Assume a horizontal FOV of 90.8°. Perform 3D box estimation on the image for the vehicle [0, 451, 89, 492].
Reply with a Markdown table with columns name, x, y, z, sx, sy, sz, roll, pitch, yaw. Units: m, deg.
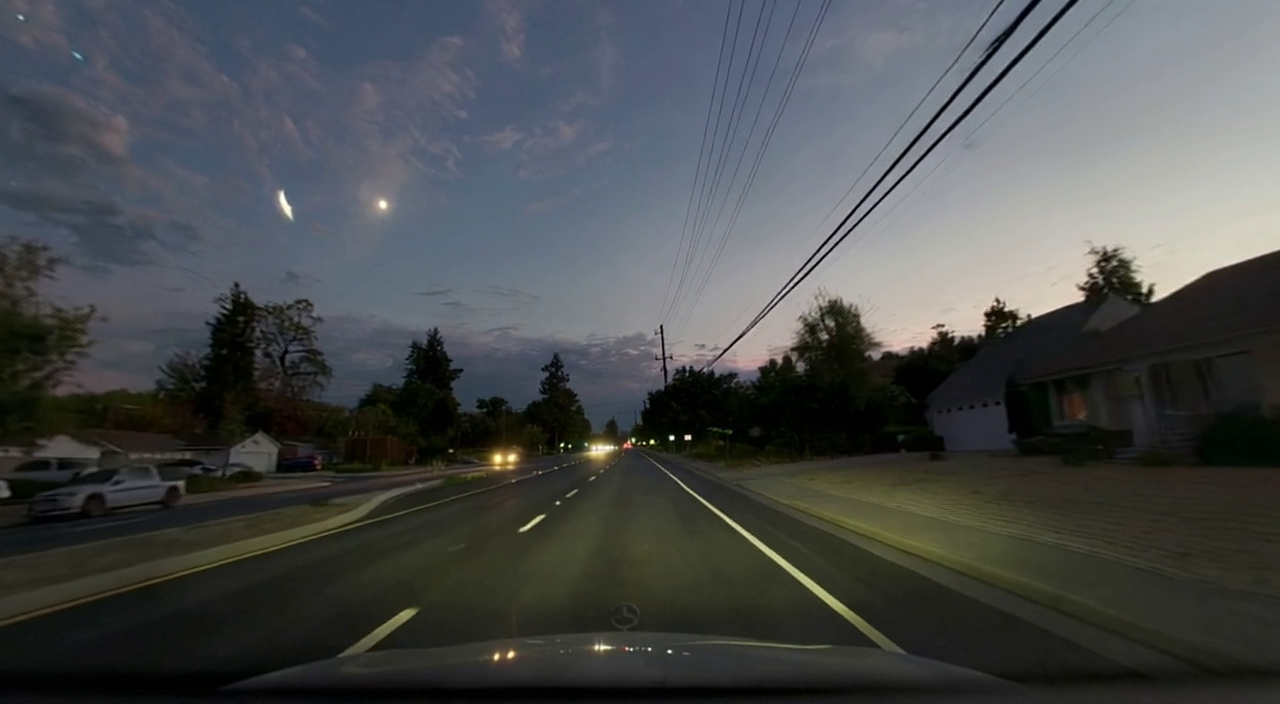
| name | x | y | z | sx | sy | sz | roll | pitch | yaw |
| --- | --- | --- | --- | --- | --- | --- | --- | --- | --- |
| vehicle | -28.436 | 5.431 | 28.888 | 4.470 | 1.777 | 2.000 | 0 | -9 | 0 |

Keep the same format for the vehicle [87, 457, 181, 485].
| name | x | y | z | sx | sy | sz | roll | pitch | yaw |
| --- | --- | --- | --- | --- | --- | --- | --- | --- | --- |
| vehicle | -29.297 | 6.873 | 36.652 | 3.723 | 1.479 | 1.950 | -1 | -8 | 1 |

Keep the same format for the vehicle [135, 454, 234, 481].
| name | x | y | z | sx | sy | sz | roll | pitch | yaw |
| --- | --- | --- | --- | --- | --- | --- | --- | --- | --- |
| vehicle | -28.452 | 7.198 | 39.535 | 4.599 | 1.533 | 2.029 | 0 | -9 | 2 |
